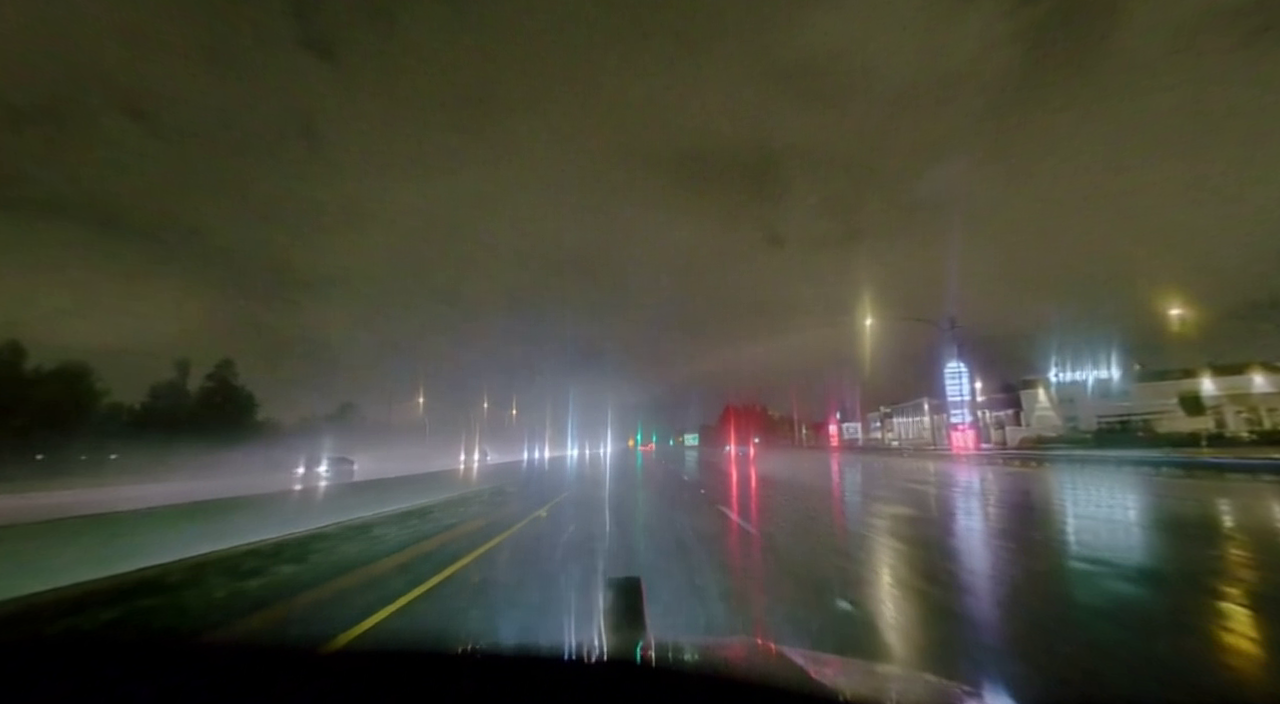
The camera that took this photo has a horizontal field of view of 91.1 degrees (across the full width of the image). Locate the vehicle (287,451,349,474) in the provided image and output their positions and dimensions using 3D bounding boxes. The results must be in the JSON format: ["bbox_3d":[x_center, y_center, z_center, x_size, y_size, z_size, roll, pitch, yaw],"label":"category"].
[{"bbox_3d":[-23.051,7.899,45.108,1.860,1.464,4.608,0,-9,3],"label":"vehicle"}]

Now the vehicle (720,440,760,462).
[{"bbox_3d":[7.306,7.283,46.192,2.079,1.518,5.032,0,-9,0],"label":"vehicle"}]
